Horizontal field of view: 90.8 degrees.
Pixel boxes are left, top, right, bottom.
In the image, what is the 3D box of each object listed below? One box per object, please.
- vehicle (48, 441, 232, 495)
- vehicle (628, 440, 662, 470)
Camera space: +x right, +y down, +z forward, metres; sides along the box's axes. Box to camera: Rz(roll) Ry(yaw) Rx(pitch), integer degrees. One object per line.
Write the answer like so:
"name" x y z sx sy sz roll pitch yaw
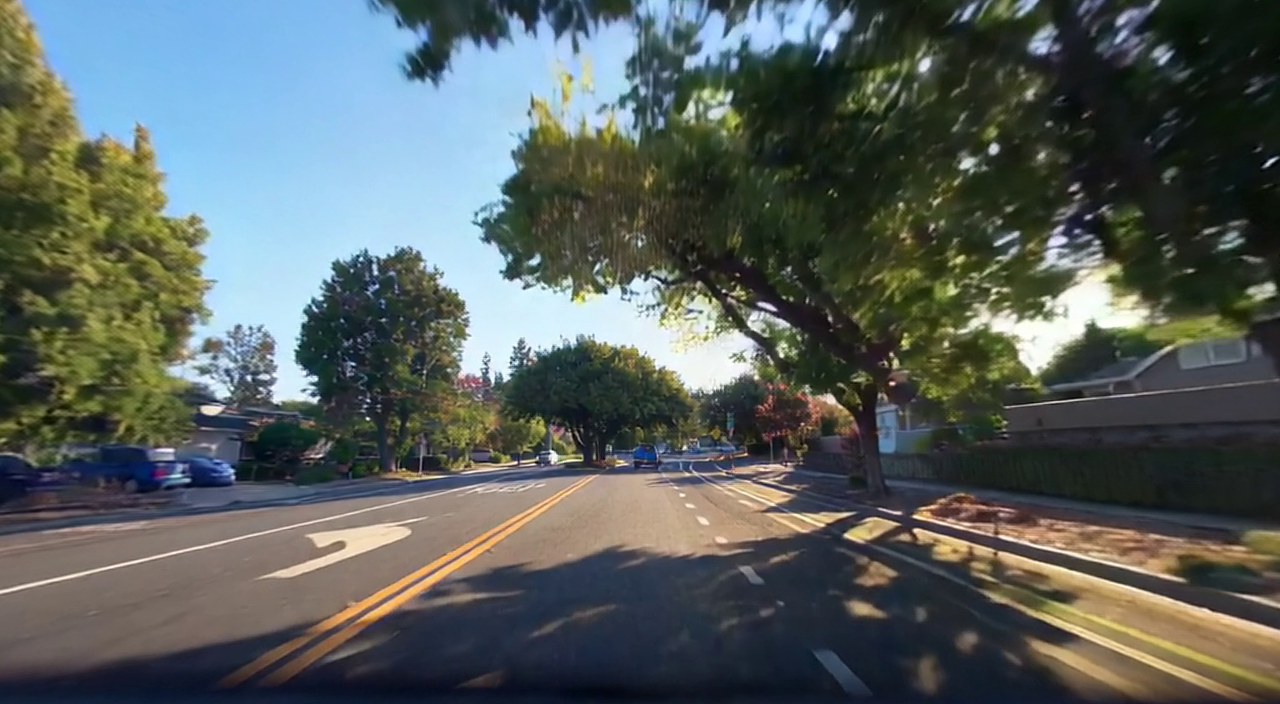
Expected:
"vehicle" -19.233 4.468 24.524 5.209 1.967 2.153 0 -9 -1
"vehicle" 0.429 7.251 44.562 2.153 1.942 4.767 0 -9 3
